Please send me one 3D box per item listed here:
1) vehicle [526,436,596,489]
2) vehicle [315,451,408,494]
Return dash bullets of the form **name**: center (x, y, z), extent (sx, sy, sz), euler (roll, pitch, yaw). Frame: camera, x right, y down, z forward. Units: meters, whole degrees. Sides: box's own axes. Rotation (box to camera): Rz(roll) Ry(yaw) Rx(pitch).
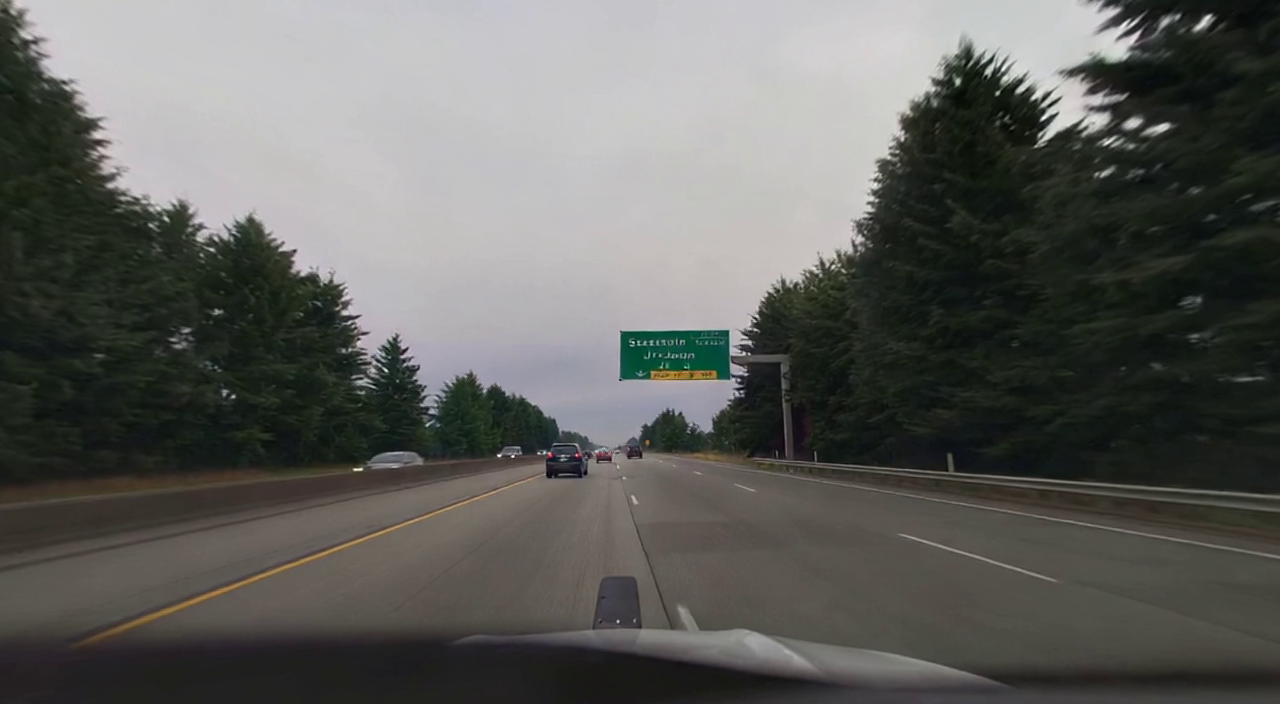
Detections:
- **vehicle**: center (-2.748, 3.972, 22.830), extent (2.151, 1.693, 4.201), euler (0, -9, -2)
- **vehicle**: center (-11.188, 4.842, 25.561), extent (1.909, 1.502, 4.422), euler (0, -9, -2)
